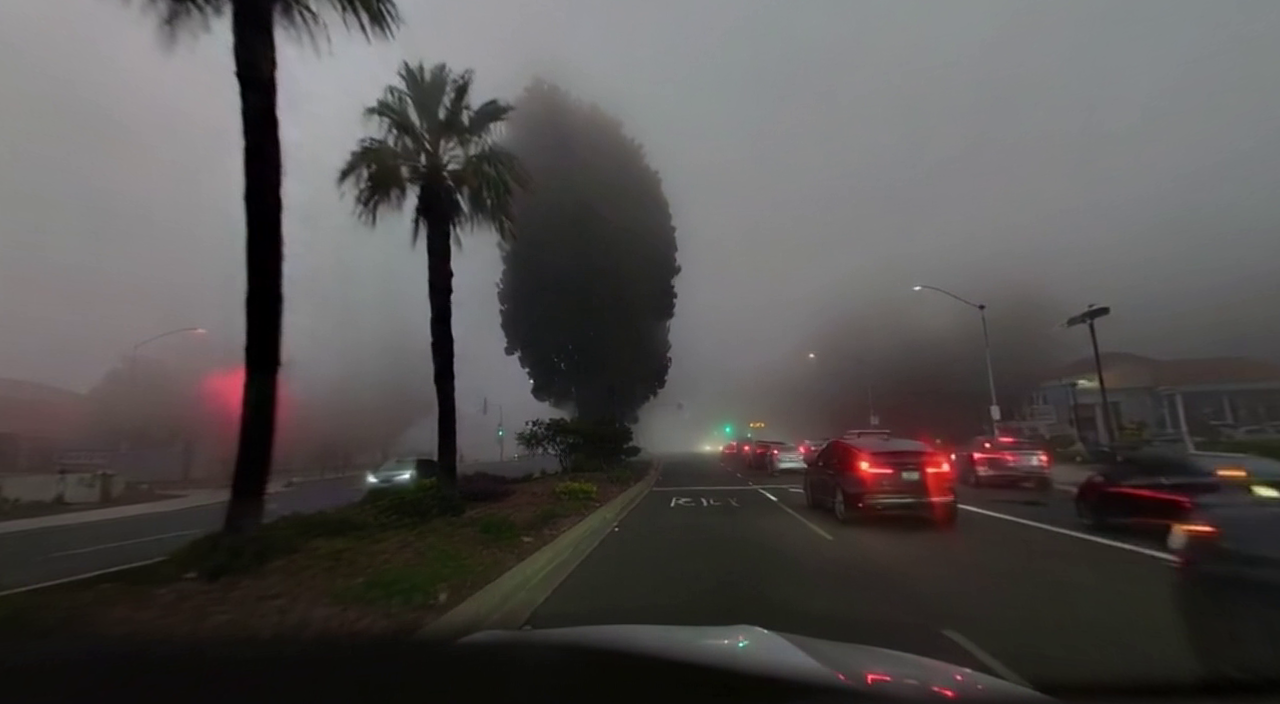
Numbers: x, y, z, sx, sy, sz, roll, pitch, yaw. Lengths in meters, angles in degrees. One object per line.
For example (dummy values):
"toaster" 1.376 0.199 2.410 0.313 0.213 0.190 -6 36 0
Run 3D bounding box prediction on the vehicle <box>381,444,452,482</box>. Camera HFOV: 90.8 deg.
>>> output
"vehicle" -11.443 5.676 32.693 1.979 1.724 4.334 -3 -9 1

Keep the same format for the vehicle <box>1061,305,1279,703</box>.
"vehicle" 3.507 0.551 1.083 2.428 1.816 4.959 -1 -9 5

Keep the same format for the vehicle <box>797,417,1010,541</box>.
"vehicle" 4.347 2.170 11.445 2.061 1.744 4.752 -1 -9 4
